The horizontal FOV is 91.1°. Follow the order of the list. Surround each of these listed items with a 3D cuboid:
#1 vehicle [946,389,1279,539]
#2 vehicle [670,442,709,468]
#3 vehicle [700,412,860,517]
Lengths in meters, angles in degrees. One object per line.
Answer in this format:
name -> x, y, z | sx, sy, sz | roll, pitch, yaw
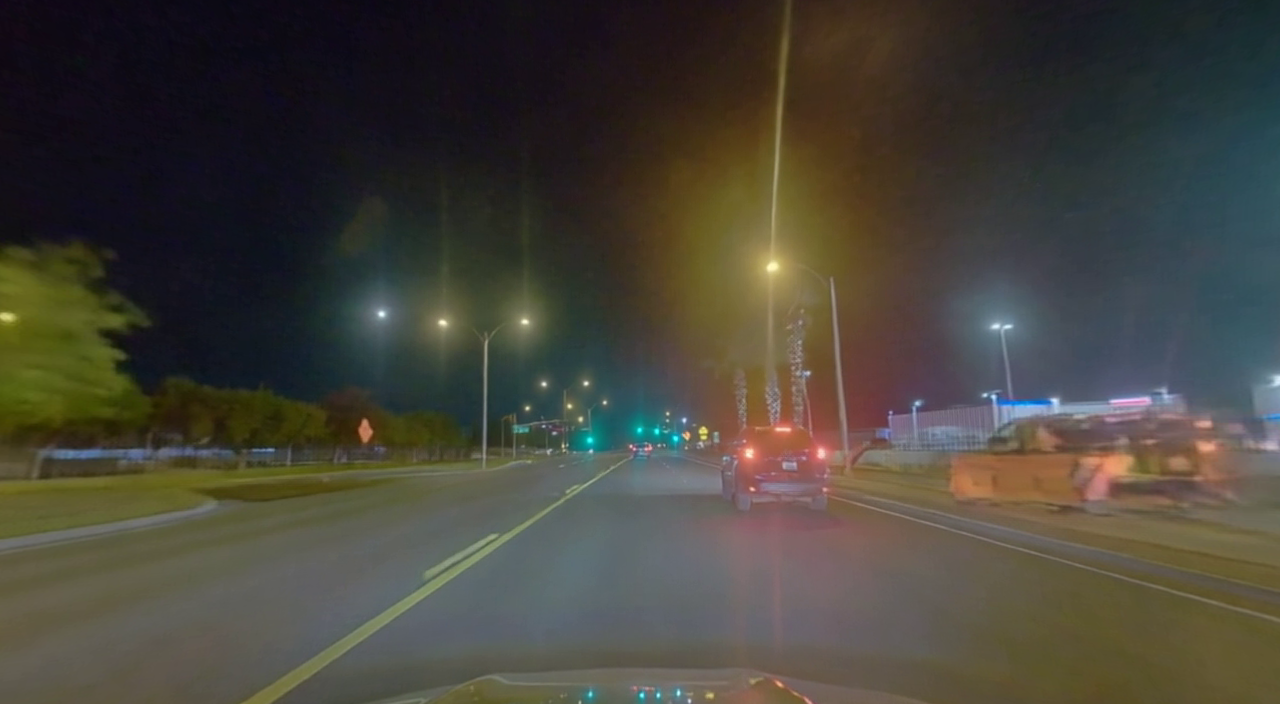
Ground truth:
vehicle -> 10.724, 2.495, 14.939 | 2.799, 2.593, 7.710 | -1, -8, -1
vehicle -> 3.157, 6.662, 40.750 | 2.148, 1.562, 4.642 | 0, -8, 0
vehicle -> 2.910, 2.538, 14.698 | 2.386, 1.970, 5.665 | 0, -8, -1
